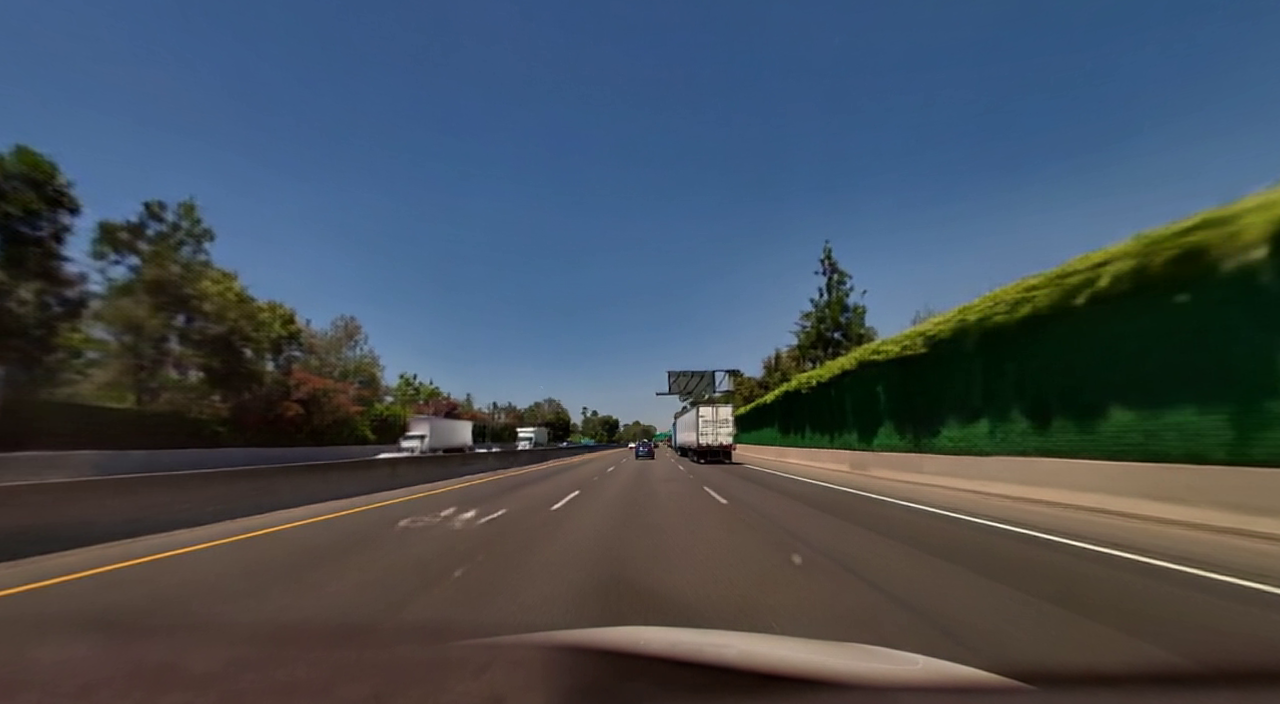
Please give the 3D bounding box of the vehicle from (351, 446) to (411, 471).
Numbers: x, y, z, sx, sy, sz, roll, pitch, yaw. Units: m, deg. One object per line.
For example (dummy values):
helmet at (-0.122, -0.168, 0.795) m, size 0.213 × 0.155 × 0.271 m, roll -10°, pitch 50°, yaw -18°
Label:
vehicle at (-16.131, 6.606, 39.445) m, size 1.884 × 1.447 × 4.129 m, roll 0°, pitch -8°, yaw 1°

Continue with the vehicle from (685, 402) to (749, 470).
vehicle at (4.154, 4.788, 35.739) m, size 2.742 × 3.383 × 8.285 m, roll 0°, pitch -8°, yaw 1°

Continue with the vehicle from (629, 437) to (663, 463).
vehicle at (0.440, 7.128, 45.876) m, size 2.389 × 1.760 × 4.473 m, roll 0°, pitch -8°, yaw 1°
